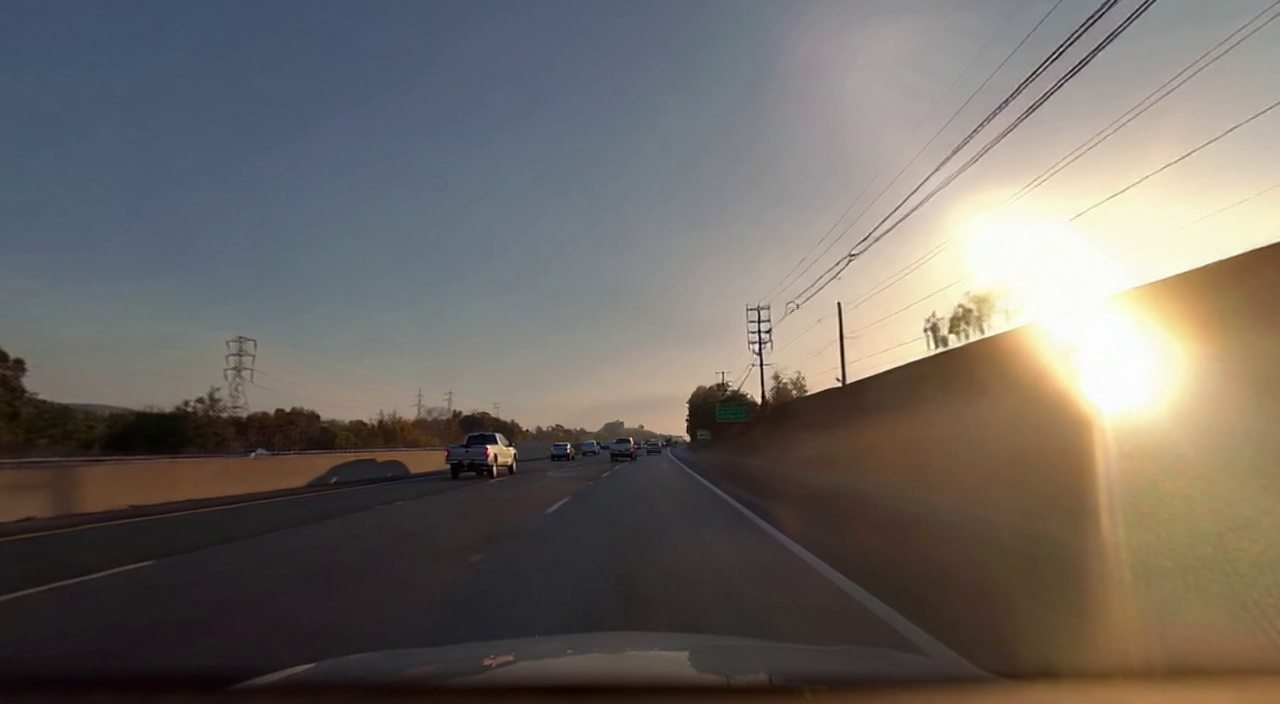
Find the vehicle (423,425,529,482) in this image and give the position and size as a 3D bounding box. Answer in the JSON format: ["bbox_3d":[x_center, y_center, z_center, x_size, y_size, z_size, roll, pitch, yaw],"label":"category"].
[{"bbox_3d":[-6.432,4.079,25.752,2.460,1.992,6.474,-1,-8,1],"label":"vehicle"}]

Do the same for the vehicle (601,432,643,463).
[{"bbox_3d":[-1.176,6.575,43.504,2.448,2.025,5.193,-1,-8,3],"label":"vehicle"}]
